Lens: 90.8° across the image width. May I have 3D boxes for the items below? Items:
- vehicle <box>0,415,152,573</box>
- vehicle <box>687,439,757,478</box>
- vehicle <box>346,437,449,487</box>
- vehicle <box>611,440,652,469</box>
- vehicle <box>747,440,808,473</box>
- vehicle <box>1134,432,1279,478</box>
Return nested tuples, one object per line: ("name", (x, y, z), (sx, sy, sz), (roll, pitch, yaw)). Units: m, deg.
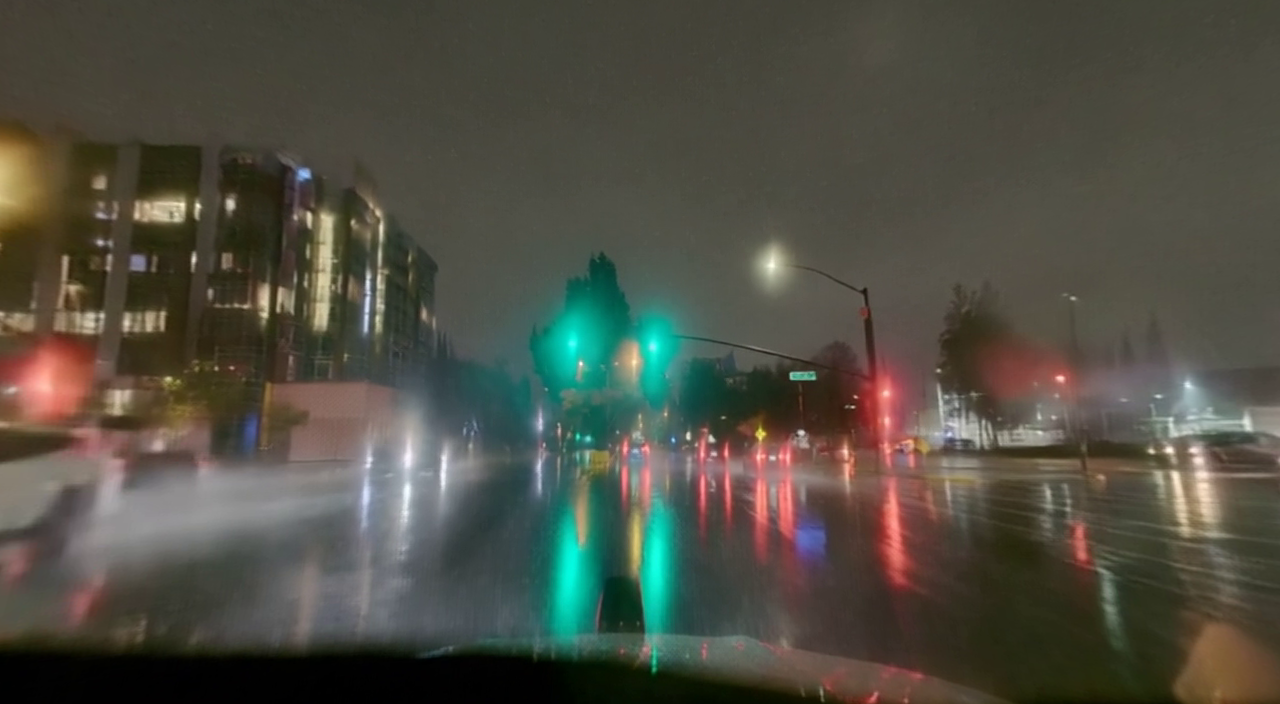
("vehicle", (-8.538, 1.567, 6.858), (2.590, 1.769, 4.827), (0, -8, 0))
("vehicle", (3.358, 4.472, 26.892), (2.226, 1.490, 4.593), (0, -8, -2))
("vehicle", (-9.097, 4.148, 24.161), (2.160, 1.689, 4.451), (0, -8, 0))
("vehicle", (-0.462, 5.655, 34.923), (2.143, 1.480, 4.006), (0, -8, -1))
("vehicle", (6.722, 5.144, 31.330), (1.861, 1.473, 4.393), (0, -8, -2))
("vehicle", (27.177, 4.845, 29.882), (2.686, 1.901, 6.293), (-2, -9, 3))
